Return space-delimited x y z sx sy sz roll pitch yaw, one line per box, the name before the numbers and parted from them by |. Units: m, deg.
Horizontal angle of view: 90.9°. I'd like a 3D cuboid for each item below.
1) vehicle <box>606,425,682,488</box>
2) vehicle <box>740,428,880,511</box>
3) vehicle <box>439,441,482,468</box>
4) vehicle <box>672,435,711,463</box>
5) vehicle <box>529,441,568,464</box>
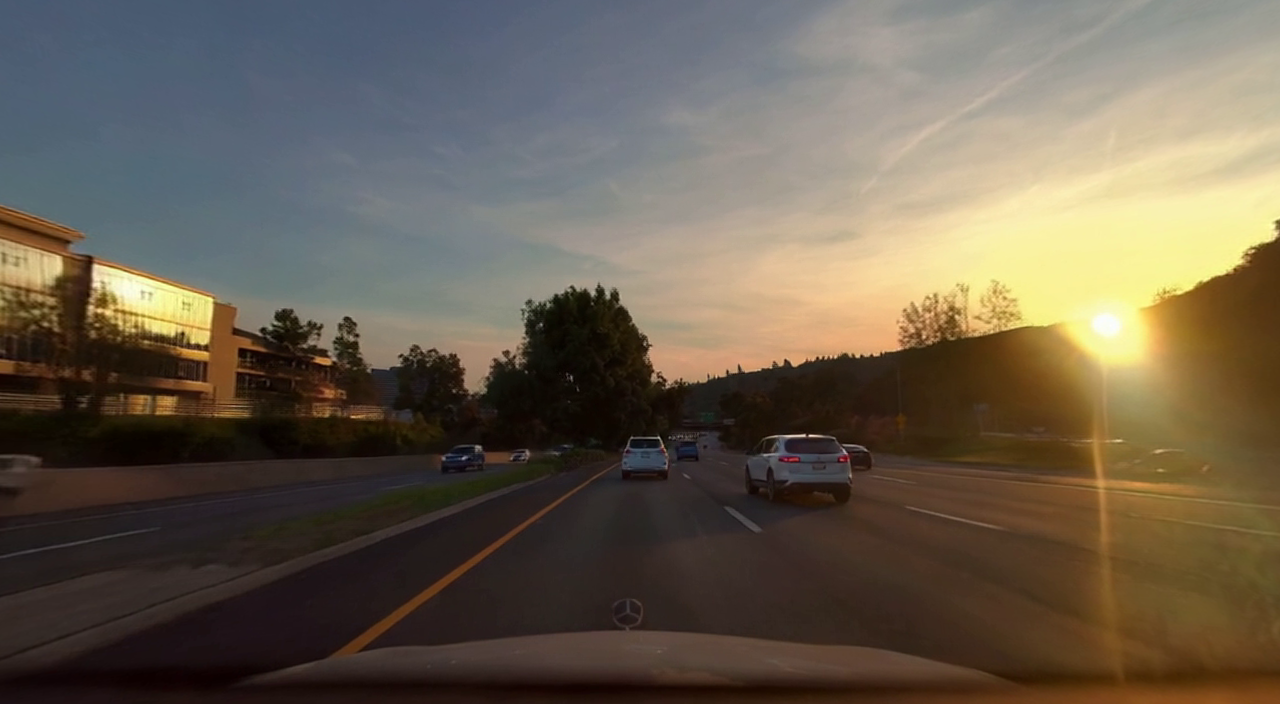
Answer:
vehicle | 0.139 3.483 21.319 2.290 1.862 4.454 0 -8 0
vehicle | 3.618 2.577 14.294 2.042 1.592 4.047 0 -8 0
vehicle | -14.076 8.081 49.798 2.097 1.967 4.612 -1 -8 0
vehicle | 3.755 7.184 46.834 2.328 1.987 5.440 0 -8 -1
vehicle | -6.890 7.635 47.955 2.201 1.622 4.716 0 -8 1
